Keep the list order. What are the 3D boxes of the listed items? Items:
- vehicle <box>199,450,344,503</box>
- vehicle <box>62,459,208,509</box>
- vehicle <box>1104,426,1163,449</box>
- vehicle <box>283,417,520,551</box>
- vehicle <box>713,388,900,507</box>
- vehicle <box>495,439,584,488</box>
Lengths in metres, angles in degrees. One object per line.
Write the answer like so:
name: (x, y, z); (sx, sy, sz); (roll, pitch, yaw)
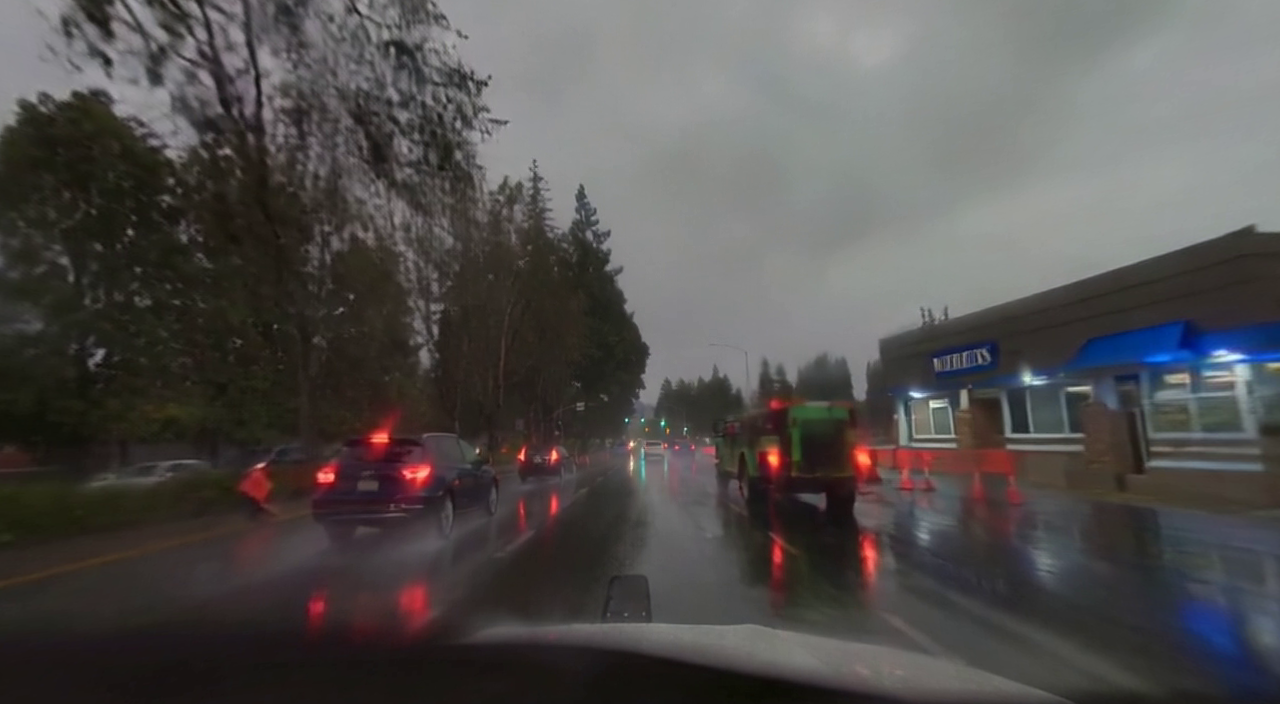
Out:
vehicle: (-12.036, 4.057, 21.039); (1.910, 1.509, 4.722); (0, -8, 1)
vehicle: (-19.641, 5.109, 24.847); (1.874, 1.671, 4.568); (0, -8, 1)
vehicle: (36.098, 6.281, 46.227); (1.999, 1.564, 3.899); (-2, -9, 16)
vehicle: (-3.458, 2.000, 10.263); (2.038, 1.682, 4.399); (0, -8, 1)
vehicle: (3.915, 2.570, 17.125); (2.760, 2.465, 7.936); (0, -8, -1)
vehicle: (-3.303, 3.777, 21.756); (2.107, 1.482, 4.674); (0, -8, 2)
